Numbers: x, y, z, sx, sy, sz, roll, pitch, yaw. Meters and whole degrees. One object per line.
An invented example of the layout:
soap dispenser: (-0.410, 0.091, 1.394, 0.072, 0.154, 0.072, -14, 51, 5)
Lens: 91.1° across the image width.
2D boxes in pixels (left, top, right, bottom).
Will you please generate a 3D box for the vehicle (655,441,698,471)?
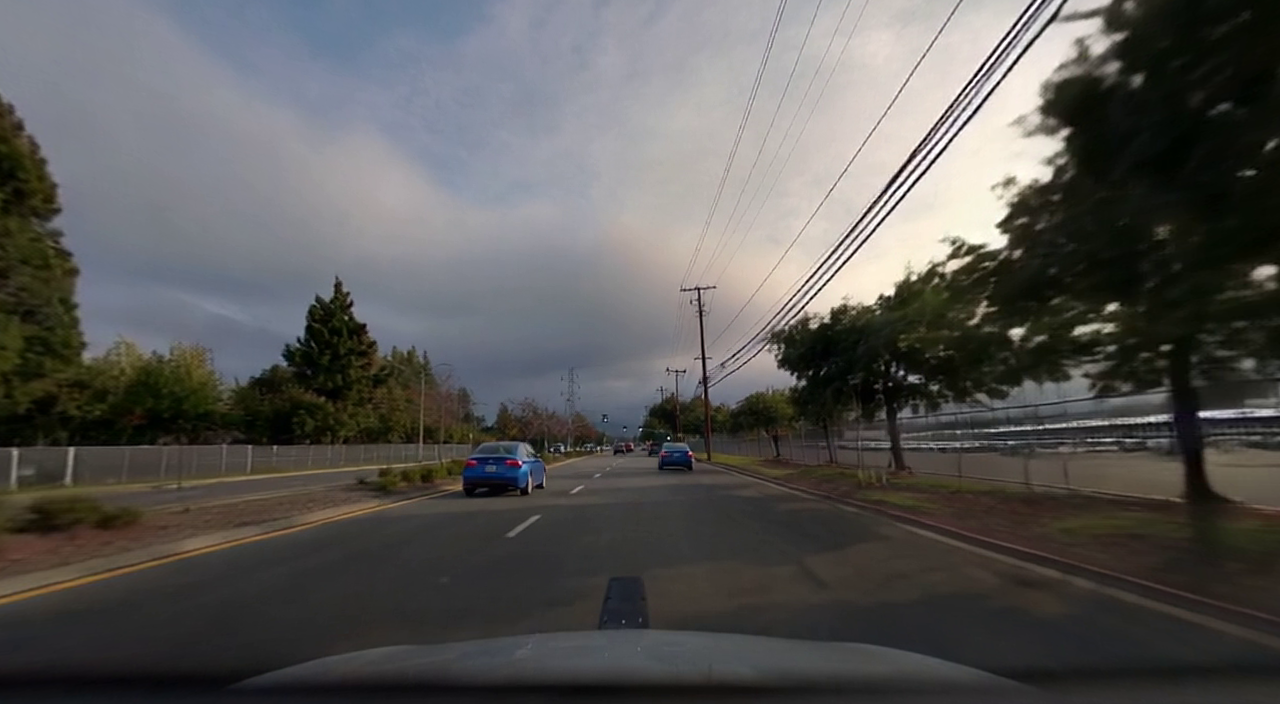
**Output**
vehicle: (1.886, 5.525, 33.580, 2.059, 1.486, 3.980, 0, -8, 0)

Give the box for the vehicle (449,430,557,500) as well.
vehicle: (-3.645, 3.074, 17.548, 1.950, 1.692, 4.397, -1, -8, 1)
